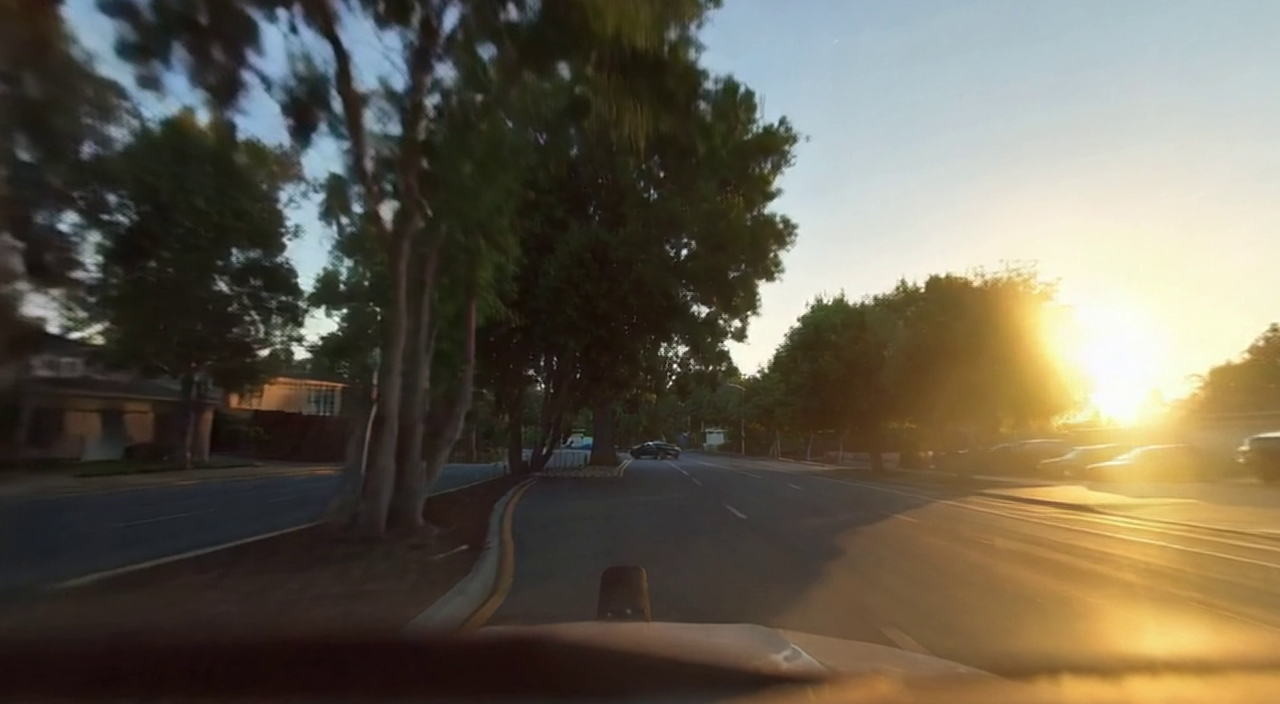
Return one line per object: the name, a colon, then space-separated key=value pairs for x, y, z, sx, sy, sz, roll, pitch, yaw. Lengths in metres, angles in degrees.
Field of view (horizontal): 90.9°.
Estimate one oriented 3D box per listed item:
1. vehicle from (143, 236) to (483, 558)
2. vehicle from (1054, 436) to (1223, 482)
vehicle: x=-4.202 y=0.712 z=9.157 sx=3.008 sy=3.786 sz=3.422 roll=0 pitch=-8 yaw=-3
vehicle: x=21.363 y=4.589 z=27.186 sx=5.374 sy=1.825 sz=2.157 roll=0 pitch=-8 yaw=0
